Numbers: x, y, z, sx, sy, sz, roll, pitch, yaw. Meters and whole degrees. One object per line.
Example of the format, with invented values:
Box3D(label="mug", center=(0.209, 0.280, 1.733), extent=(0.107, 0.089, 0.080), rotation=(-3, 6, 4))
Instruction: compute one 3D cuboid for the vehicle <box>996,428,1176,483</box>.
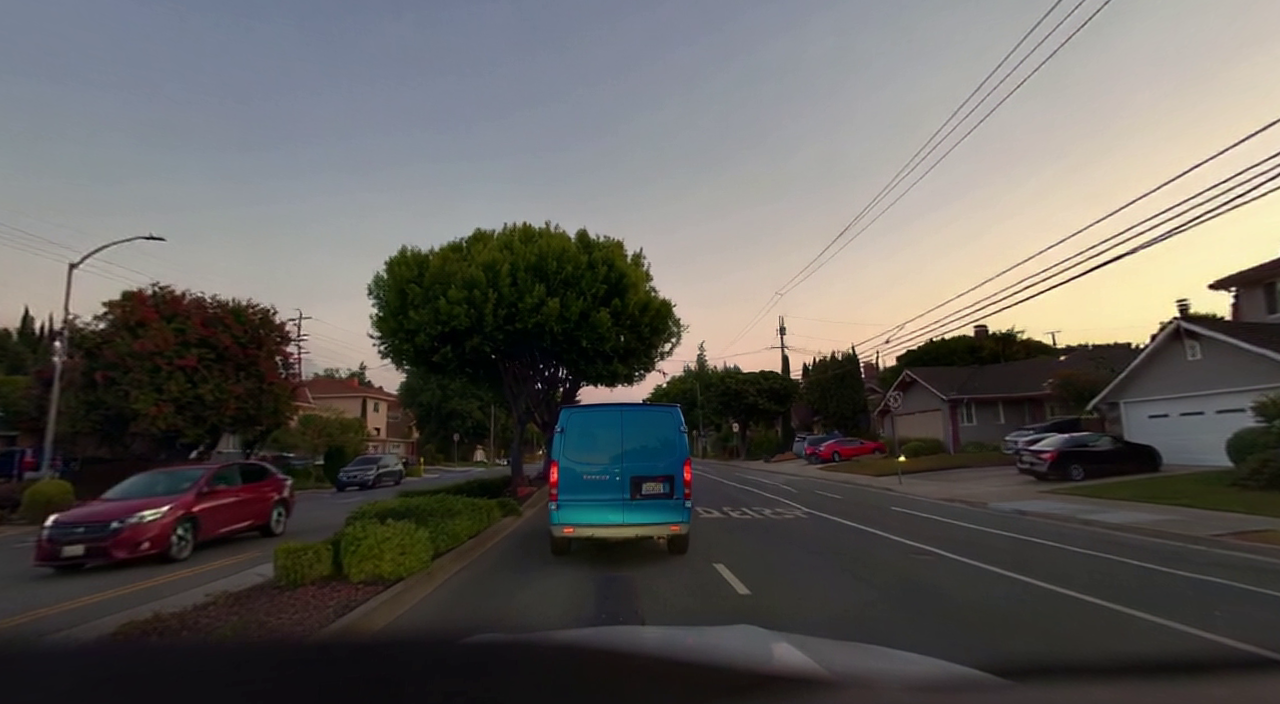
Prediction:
Box3D(label="vehicle", center=(13.143, 3.063, 18.814), extent=(3.916, 1.517, 1.887), rotation=(0, -9, -2))

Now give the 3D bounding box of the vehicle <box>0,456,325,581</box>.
Box3D(label="vehicle", center=(-7.222, 2.484, 10.284), extent=(1.962, 1.481, 4.434), rotation=(0, -9, -1))

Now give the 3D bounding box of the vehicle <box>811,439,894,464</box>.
Box3D(label="vehicle", center=(13.091, 6.166, 39.088), extent=(4.483, 1.463, 1.805), rotation=(0, -9, -1))

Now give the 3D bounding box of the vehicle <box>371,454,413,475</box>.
Box3D(label="vehicle", center=(-18.140, 8.251, 46.364), extent=(1.633, 1.398, 3.729), rotation=(0, -9, -1))

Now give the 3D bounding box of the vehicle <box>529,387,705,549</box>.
Box3D(label="vehicle", center=(-0.329, 1.913, 10.923), extent=(2.342, 2.142, 4.809), rotation=(0, -9, -1))

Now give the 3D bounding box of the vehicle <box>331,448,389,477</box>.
Box3D(label="vehicle", center=(-18.055, 7.100, 40.950), extent=(1.841, 1.769, 4.105), rotation=(0, -9, -1))
